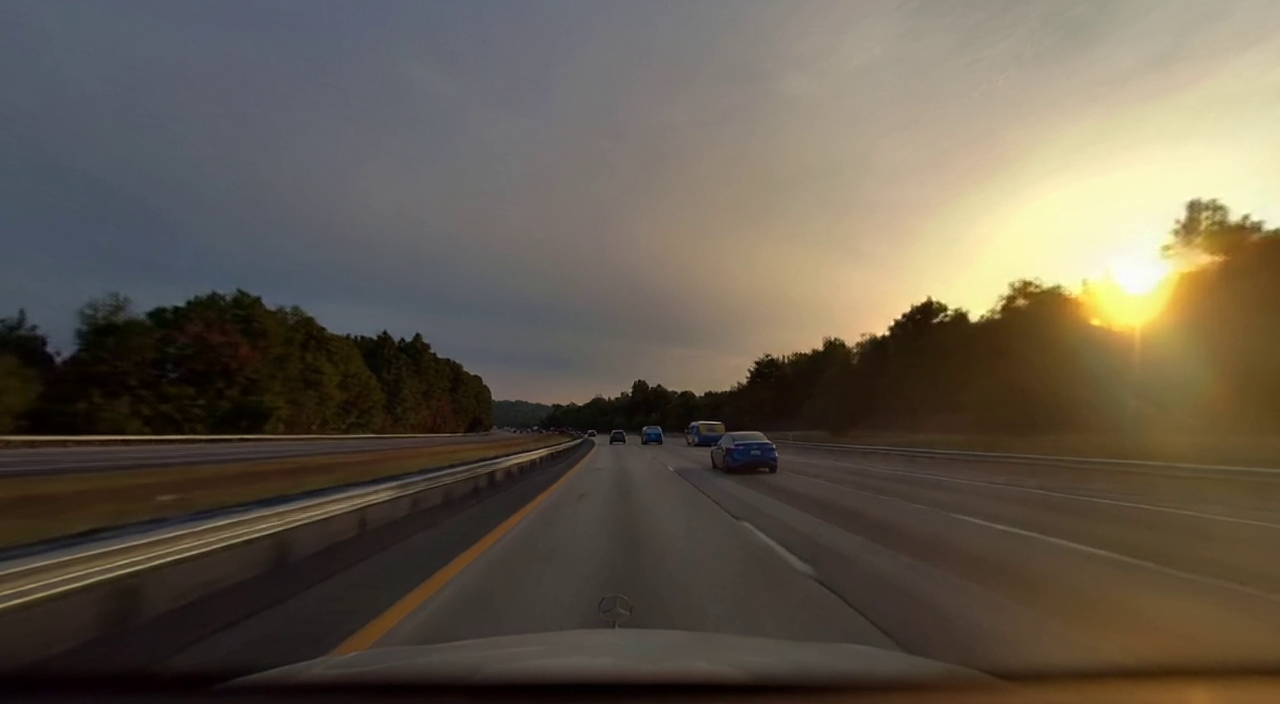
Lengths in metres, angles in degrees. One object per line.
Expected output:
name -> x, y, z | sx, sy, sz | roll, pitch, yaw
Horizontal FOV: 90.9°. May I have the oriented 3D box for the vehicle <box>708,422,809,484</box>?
vehicle -> 3.246, 2.861, 18.144 | 2.002, 1.569, 3.845 | 0, -8, -3
